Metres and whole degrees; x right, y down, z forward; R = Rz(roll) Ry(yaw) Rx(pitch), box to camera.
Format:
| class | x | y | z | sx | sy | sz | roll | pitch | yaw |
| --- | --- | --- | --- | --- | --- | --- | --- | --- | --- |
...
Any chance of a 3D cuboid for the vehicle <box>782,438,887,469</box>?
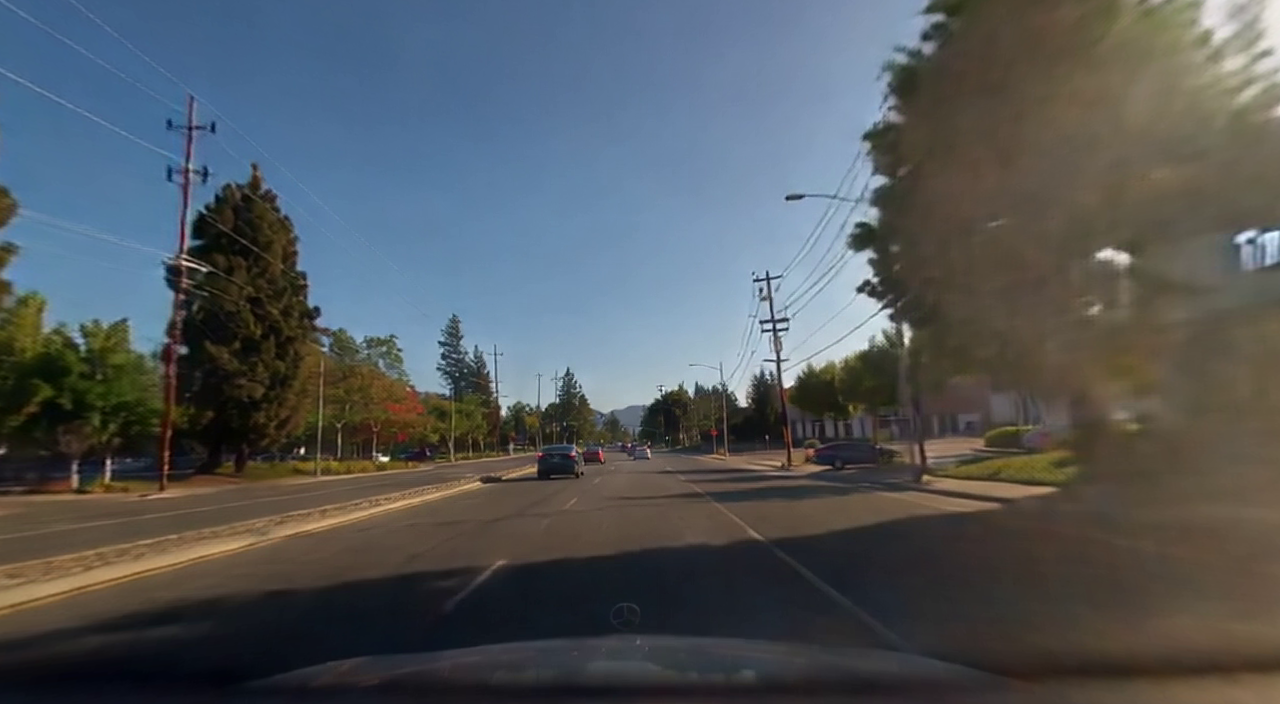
| class | x | y | z | sx | sy | sz | roll | pitch | yaw |
| --- | --- | --- | --- | --- | --- | --- | --- | --- | --- |
| vehicle | 10.357 | 5.427 | 33.715 | 4.885 | 1.576 | 2.024 | 1 | -9 | -6 |

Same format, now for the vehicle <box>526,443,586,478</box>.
| class | x | y | z | sx | sy | sz | roll | pitch | yaw |
| --- | --- | --- | --- | --- | --- | --- | --- | --- | --- |
| vehicle | -3.642 | 4.801 | 28.180 | 2.076 | 1.444 | 4.328 | 0 | -9 | 0 |
